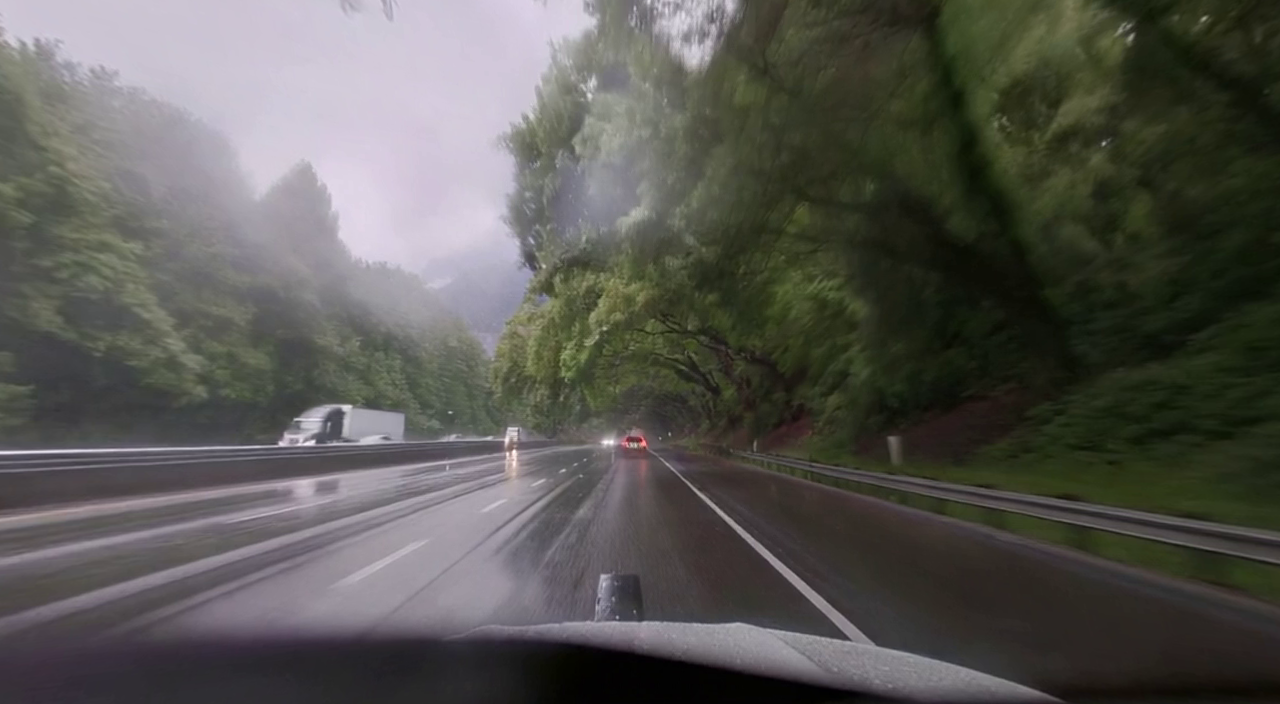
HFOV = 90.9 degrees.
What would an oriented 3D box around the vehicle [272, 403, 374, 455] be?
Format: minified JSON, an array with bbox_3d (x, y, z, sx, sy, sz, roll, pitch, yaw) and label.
[{"bbox_3d":[-24.538,6.117,49.515,2.975,3.670,9.888,0,-8,-1],"label":"vehicle"}]
